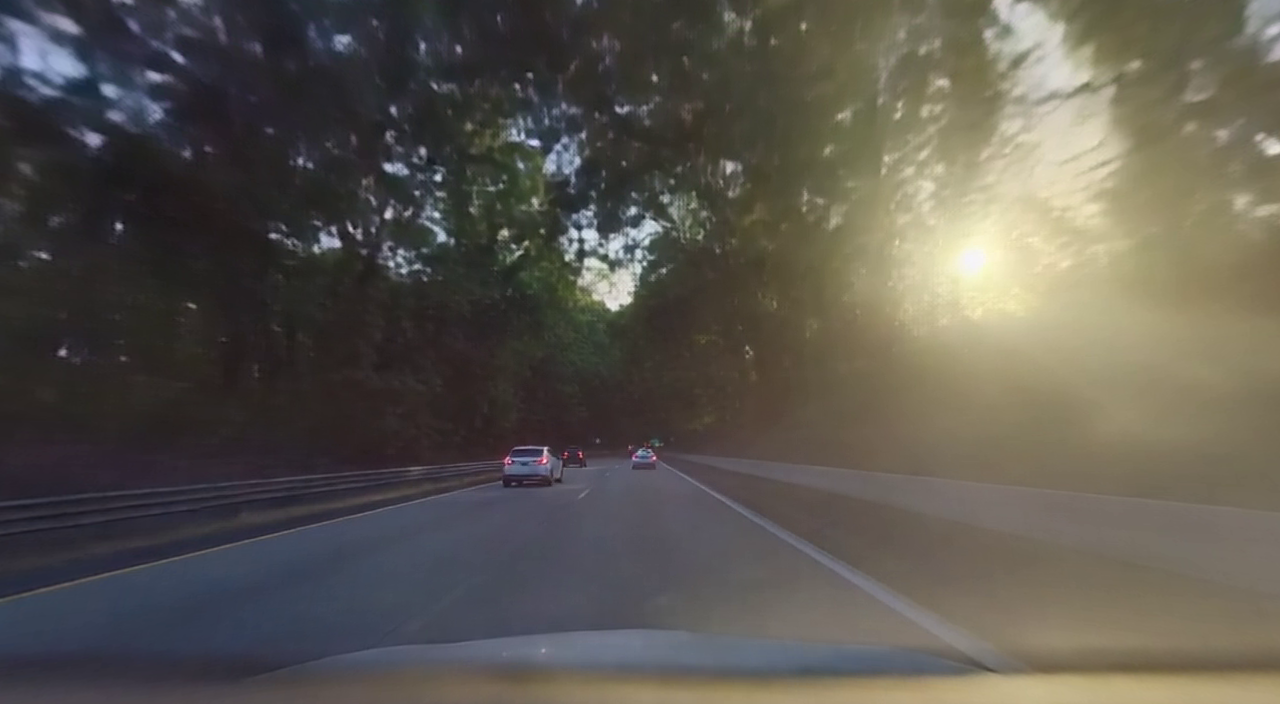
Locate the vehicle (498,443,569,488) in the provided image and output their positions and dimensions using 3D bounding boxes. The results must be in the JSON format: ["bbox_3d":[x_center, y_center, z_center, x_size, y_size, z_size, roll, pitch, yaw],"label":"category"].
[{"bbox_3d":[-3.875,4.196,23.566,1.978,1.538,3.755,0,-9,0],"label":"vehicle"}]

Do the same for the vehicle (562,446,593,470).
[{"bbox_3d":[-4.391,7.501,44.801,1.834,1.615,3.624,0,-9,0],"label":"vehicle"}]

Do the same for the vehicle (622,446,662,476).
[{"bbox_3d":[0.080,5.796,33.628,2.001,1.490,3.914,0,-9,-1],"label":"vehicle"}]
